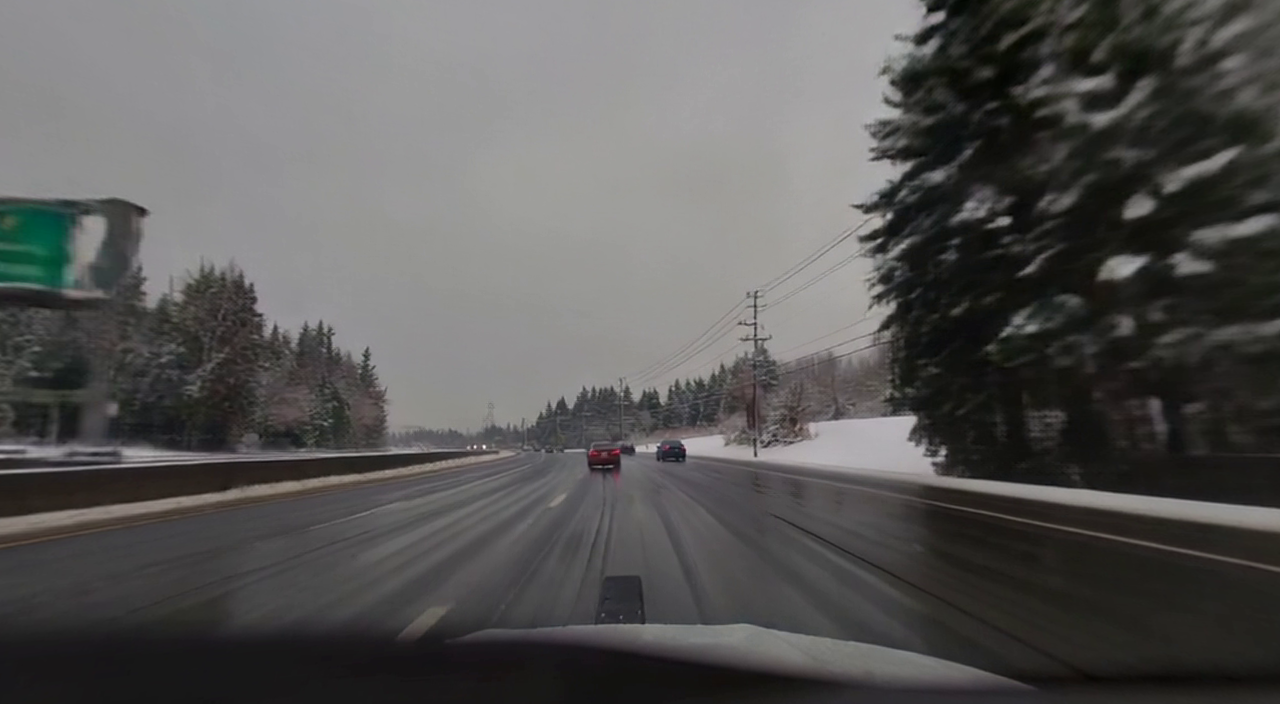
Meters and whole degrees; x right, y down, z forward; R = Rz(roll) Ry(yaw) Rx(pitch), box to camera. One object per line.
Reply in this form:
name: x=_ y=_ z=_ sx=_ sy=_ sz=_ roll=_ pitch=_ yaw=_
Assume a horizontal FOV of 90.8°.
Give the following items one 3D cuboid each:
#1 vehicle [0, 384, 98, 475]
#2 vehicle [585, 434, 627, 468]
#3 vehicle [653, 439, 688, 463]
vehicle: x=-26.210 y=3.342 z=26.945 sx=2.513 sy=3.577 sz=4.197 roll=1 pitch=-9 yaw=-8
vehicle: x=-1.852 y=5.382 z=34.397 sx=2.188 sy=1.714 sz=3.921 roll=0 pitch=-8 yaw=-3
vehicle: x=1.931 y=6.498 z=41.500 sx=1.789 sy=1.503 sz=3.897 roll=1 pitch=-8 yaw=-5
